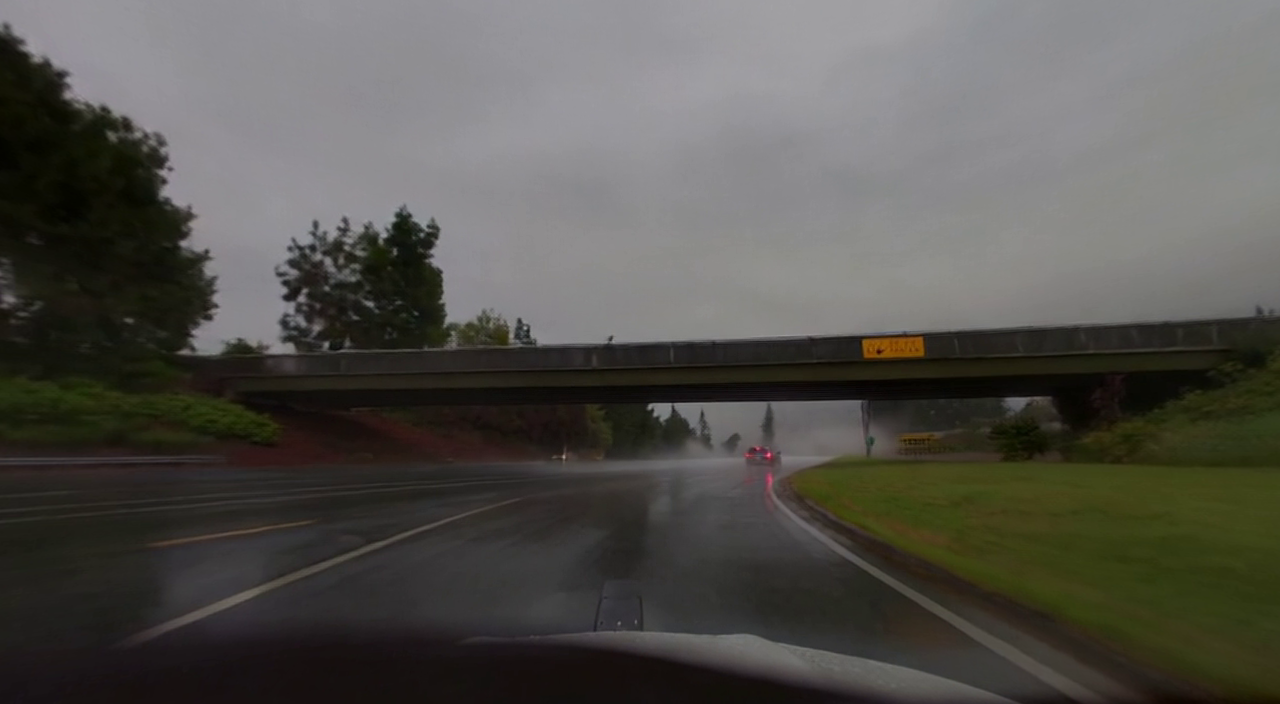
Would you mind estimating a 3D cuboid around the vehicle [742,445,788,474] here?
[{"bbox_3d":[6.809,5.809,34.021,1.980,1.449,3.650,-3,-9,18],"label":"vehicle"}]
